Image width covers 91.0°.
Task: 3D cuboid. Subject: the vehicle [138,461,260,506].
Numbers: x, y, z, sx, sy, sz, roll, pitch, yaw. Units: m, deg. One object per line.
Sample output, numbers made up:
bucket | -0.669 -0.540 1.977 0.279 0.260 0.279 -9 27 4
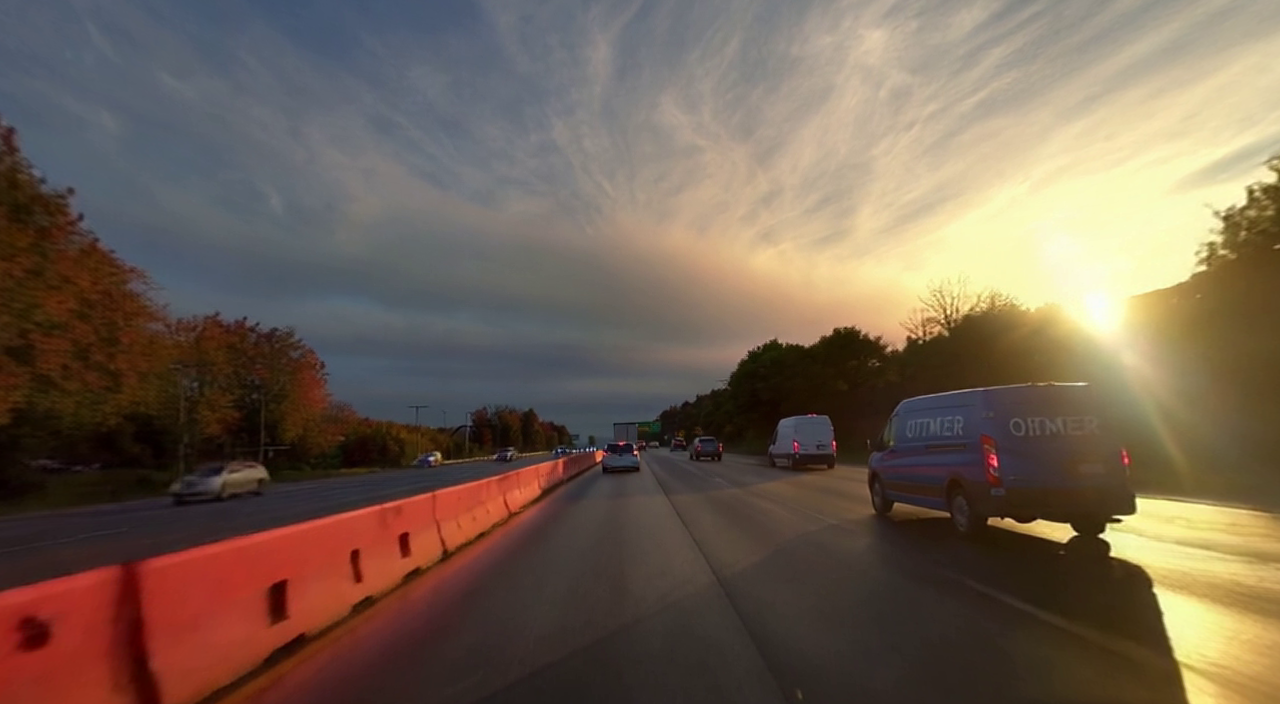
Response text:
vehicle | -17.857 5.320 25.780 1.804 1.491 4.444 0 -8 -1

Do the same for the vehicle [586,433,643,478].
vehicle | -1.013 4.120 25.378 2.100 1.636 3.620 0 -8 -2

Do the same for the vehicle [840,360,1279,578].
vehicle | 4.748 1.426 8.467 2.223 2.008 5.121 0 -8 -2

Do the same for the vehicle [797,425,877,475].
vehicle | 8.235 4.112 26.644 2.255 1.960 3.229 0 -8 -1
